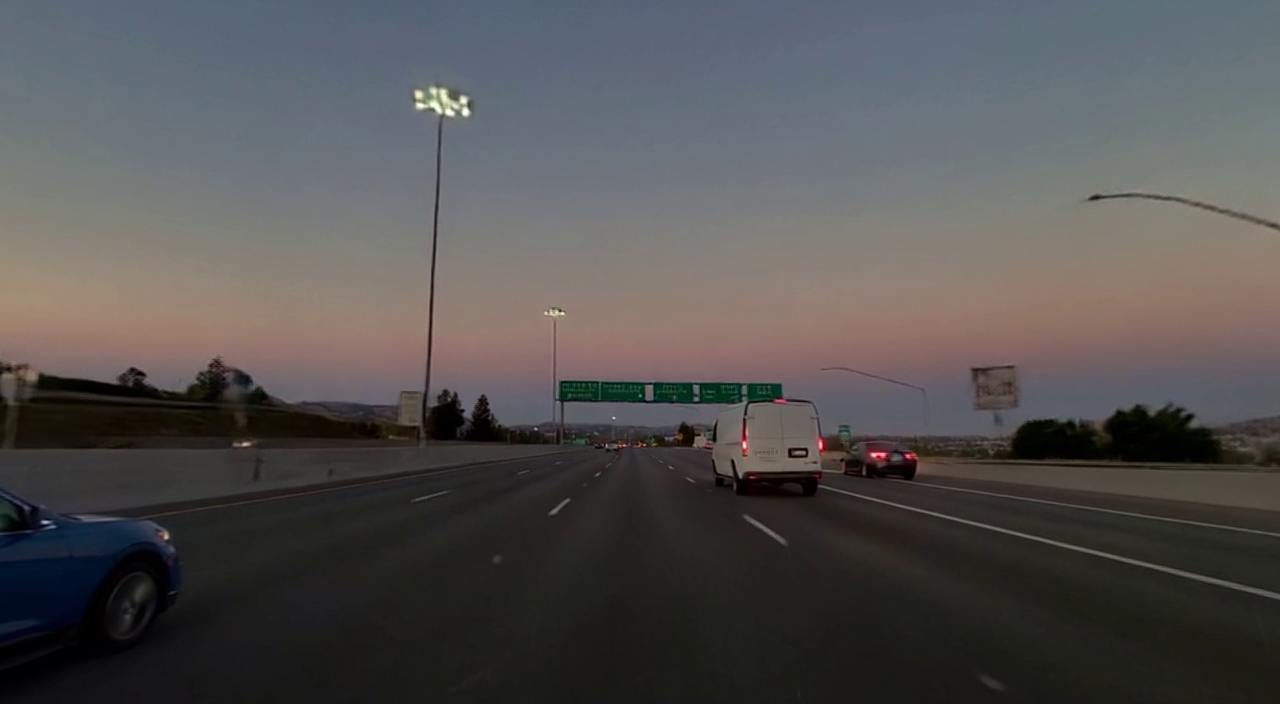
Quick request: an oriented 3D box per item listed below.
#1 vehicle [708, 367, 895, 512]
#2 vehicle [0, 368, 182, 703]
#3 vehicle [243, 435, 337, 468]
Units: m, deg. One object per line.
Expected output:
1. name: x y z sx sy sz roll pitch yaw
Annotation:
1. vehicle: 3.398 2.134 15.304 2.629 2.718 6.740 0 -8 -1
2. vehicle: -3.916 0.754 1.852 2.000 1.646 4.201 0 -8 -1
3. vehicle: -17.972 5.153 32.775 2.044 1.573 4.964 0 -8 0
